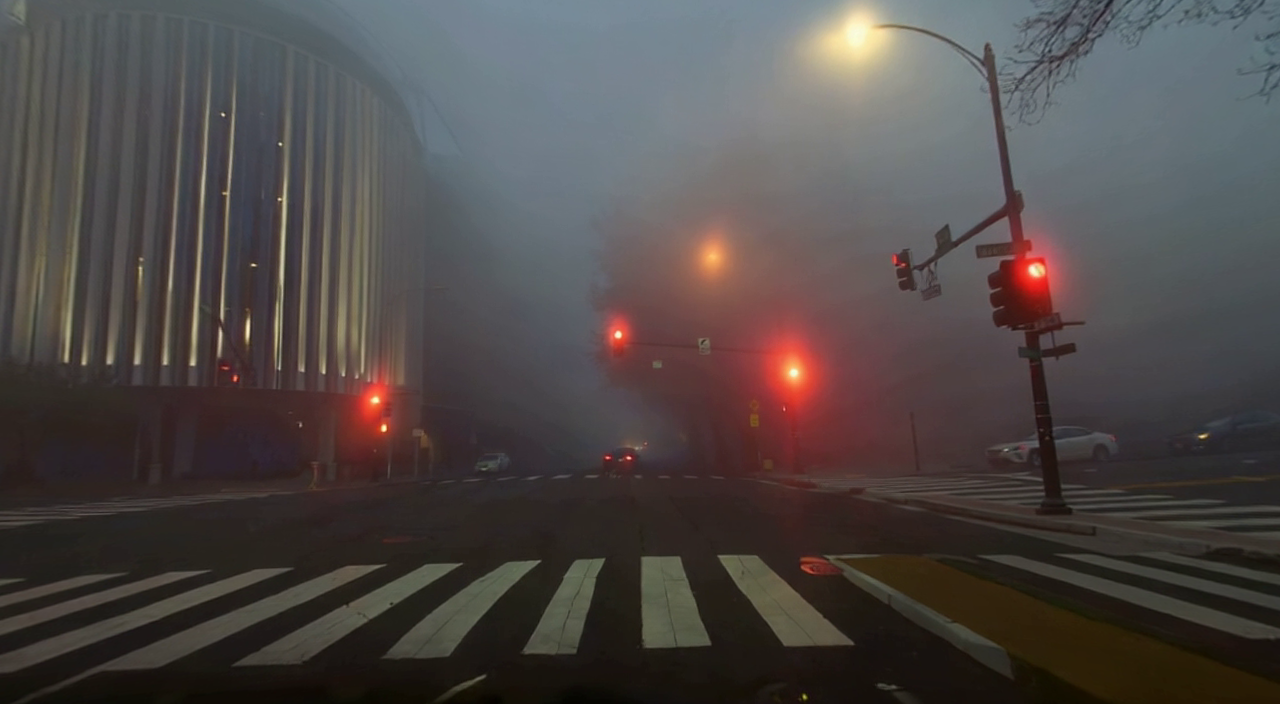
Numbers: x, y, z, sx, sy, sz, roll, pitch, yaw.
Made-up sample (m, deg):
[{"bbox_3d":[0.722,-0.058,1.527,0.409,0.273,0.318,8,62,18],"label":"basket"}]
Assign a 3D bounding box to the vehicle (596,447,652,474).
[{"bbox_3d":[-0.865,6.404,37.660,2.088,1.452,4.833,-3,-9,15],"label":"vehicle"}]
